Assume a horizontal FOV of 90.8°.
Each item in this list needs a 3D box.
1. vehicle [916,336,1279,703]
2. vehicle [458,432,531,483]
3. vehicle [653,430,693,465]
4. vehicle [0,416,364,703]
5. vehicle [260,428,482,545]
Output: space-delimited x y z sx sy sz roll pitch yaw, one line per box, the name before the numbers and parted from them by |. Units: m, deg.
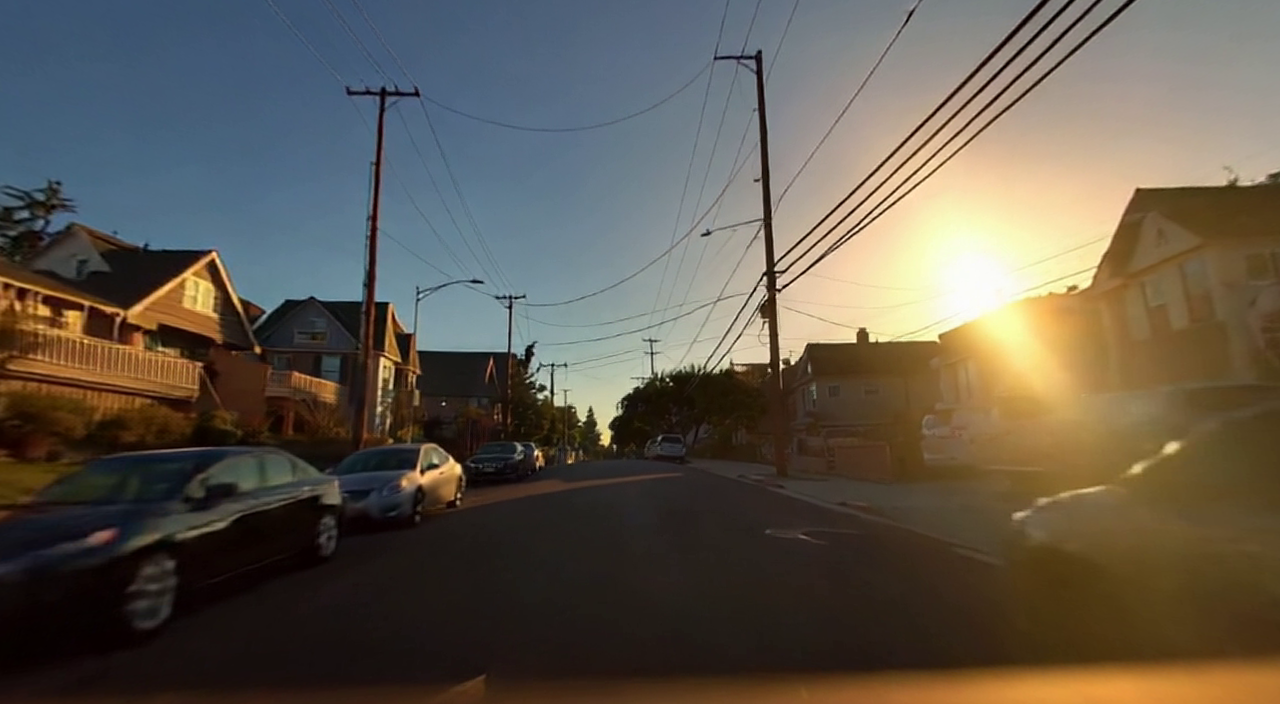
vehicle | 3.205 0.784 2.335 1.957 1.644 4.433 1 -8 -6
vehicle | -5.272 3.811 23.335 1.967 1.656 3.924 1 -7 -4
vehicle | 2.176 6.445 42.789 2.343 2.229 4.199 0 -8 -2
vehicle | -4.332 1.455 5.600 1.975 1.513 4.406 -2 -8 -2
vehicle | -4.550 2.271 11.736 2.084 1.522 4.925 3 -6 -2
